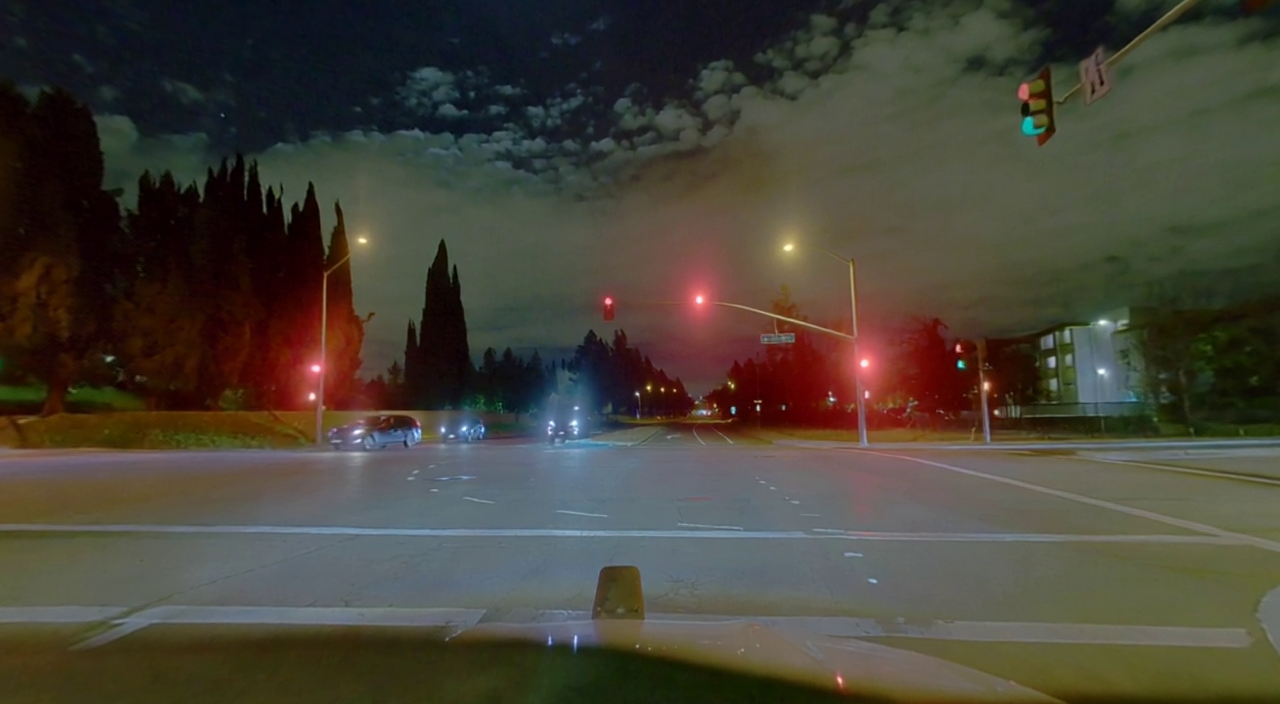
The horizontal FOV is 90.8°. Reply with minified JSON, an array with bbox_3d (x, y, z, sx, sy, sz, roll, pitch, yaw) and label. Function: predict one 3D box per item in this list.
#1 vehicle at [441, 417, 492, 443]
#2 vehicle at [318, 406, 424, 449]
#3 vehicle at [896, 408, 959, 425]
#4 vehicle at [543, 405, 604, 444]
[{"bbox_3d":[-11.234,5.122,41.135,1.899,1.510,4.294,-1,-8,3],"label":"vehicle"},{"bbox_3d":[-12.866,3.730,30.680,2.340,1.902,4.920,-2,-9,10],"label":"vehicle"},{"bbox_3d":[22.005,4.942,48.439,3.933,1.219,1.700,-1,-9,3],"label":"vehicle"},{"bbox_3d":[-3.446,3.967,33.845,2.306,1.907,5.382,-1,-8,4],"label":"vehicle"}]
